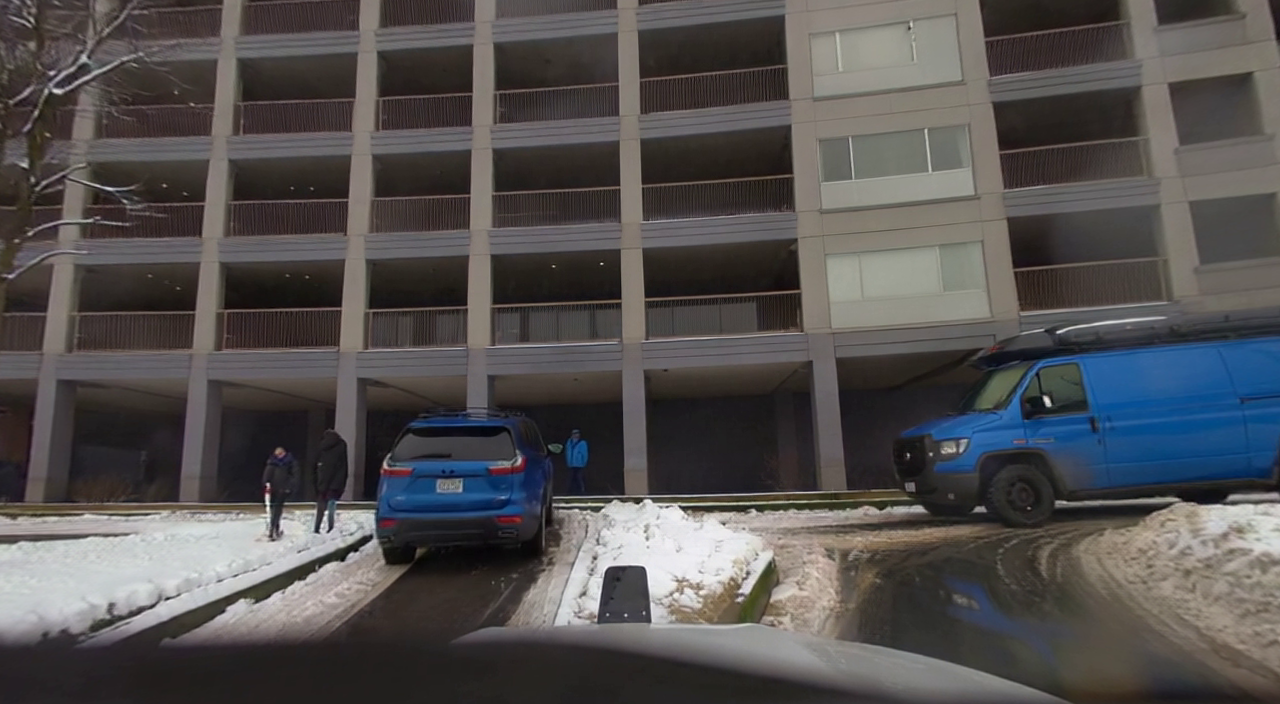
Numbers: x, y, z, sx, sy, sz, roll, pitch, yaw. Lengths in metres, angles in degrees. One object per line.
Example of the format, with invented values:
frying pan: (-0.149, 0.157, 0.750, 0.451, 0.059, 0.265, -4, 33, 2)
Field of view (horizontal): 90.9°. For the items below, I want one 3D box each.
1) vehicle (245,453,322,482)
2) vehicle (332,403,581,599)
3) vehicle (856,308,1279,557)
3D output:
vehicle: (-19.454, 6.290, 34.512, 3.467, 1.456, 1.649, 4, -9, -24)
vehicle: (-1.836, 1.645, 7.822, 2.144, 1.733, 4.115, 1, -8, -5)
vehicle: (6.770, 1.038, 8.236, 6.932, 2.753, 2.446, 0, -8, 1)
